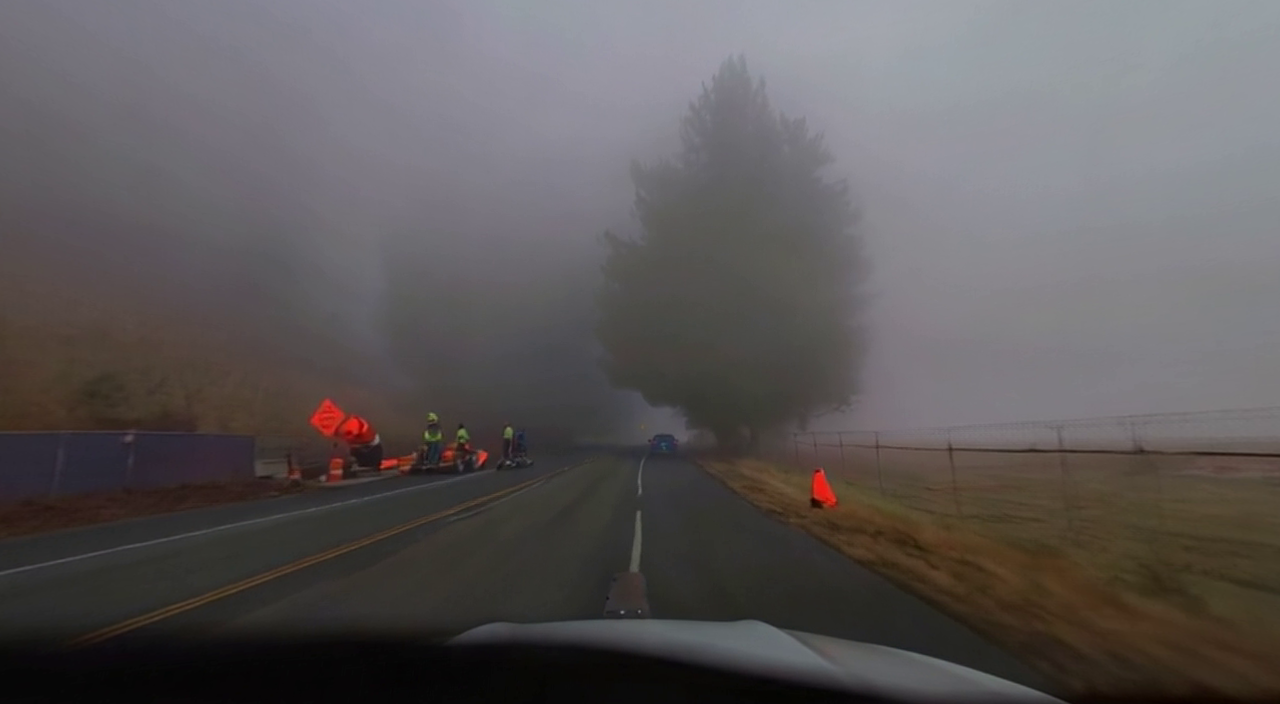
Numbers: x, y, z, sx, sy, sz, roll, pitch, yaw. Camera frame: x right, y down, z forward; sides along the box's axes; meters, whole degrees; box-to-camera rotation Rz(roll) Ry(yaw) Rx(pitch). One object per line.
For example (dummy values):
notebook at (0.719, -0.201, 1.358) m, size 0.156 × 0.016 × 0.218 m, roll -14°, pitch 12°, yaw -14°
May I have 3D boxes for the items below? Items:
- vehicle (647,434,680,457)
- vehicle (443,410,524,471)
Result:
vehicle at (1.610, 6.501, 43.923) m, size 2.172 × 1.486 × 3.581 m, roll 0°, pitch -9°, yaw 2°
vehicle at (-7.344, 4.205, 29.967) m, size 3.064 × 2.710 × 2.385 m, roll -1°, pitch -9°, yaw 4°
